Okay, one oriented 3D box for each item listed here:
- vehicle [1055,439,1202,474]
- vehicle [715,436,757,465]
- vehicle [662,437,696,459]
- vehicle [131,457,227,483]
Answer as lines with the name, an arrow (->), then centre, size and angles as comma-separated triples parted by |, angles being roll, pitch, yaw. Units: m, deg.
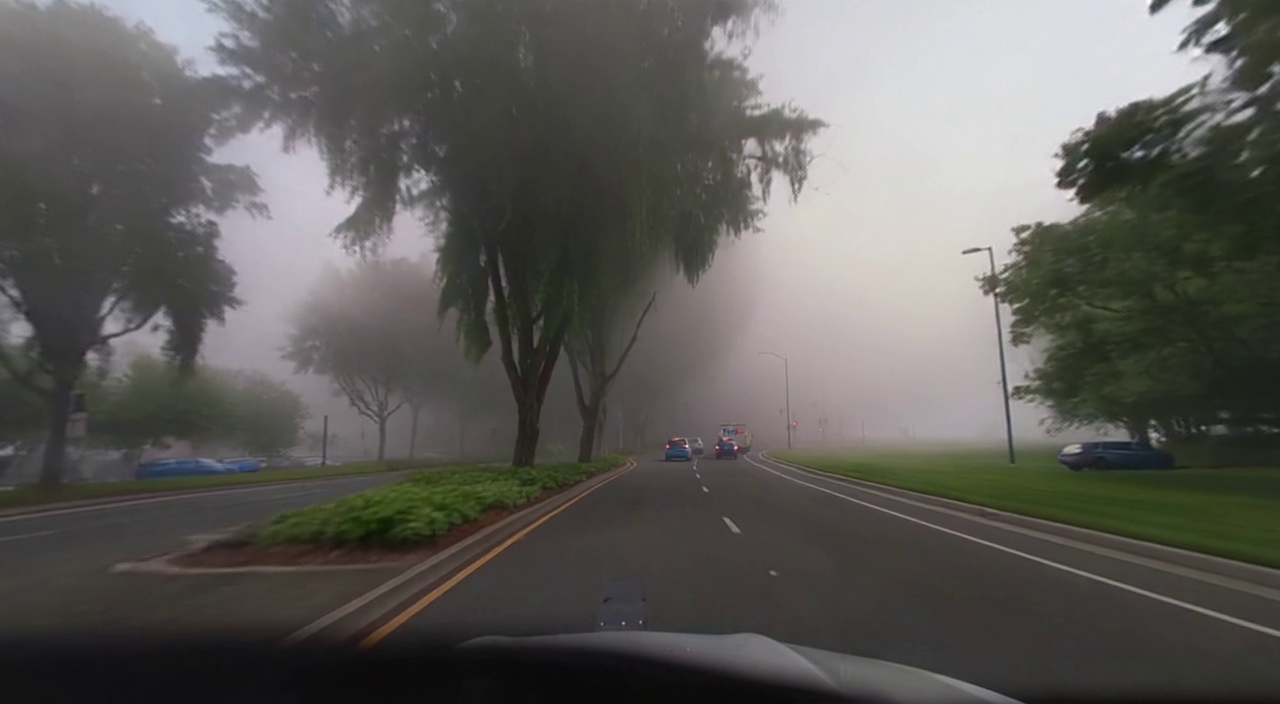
vehicle -> 21.003, 4.506, 27.292 | 4.627, 1.418, 1.800 | -1, -9, 7
vehicle -> 5.297, 5.460, 35.177 | 1.989, 1.497, 4.436 | -1, -9, 5
vehicle -> 2.837, 6.827, 44.790 | 2.066, 1.482, 4.273 | -1, -9, 8
vehicle -> -27.188, 6.975, 37.301 | 4.275, 1.430, 1.878 | -1, -9, 4
